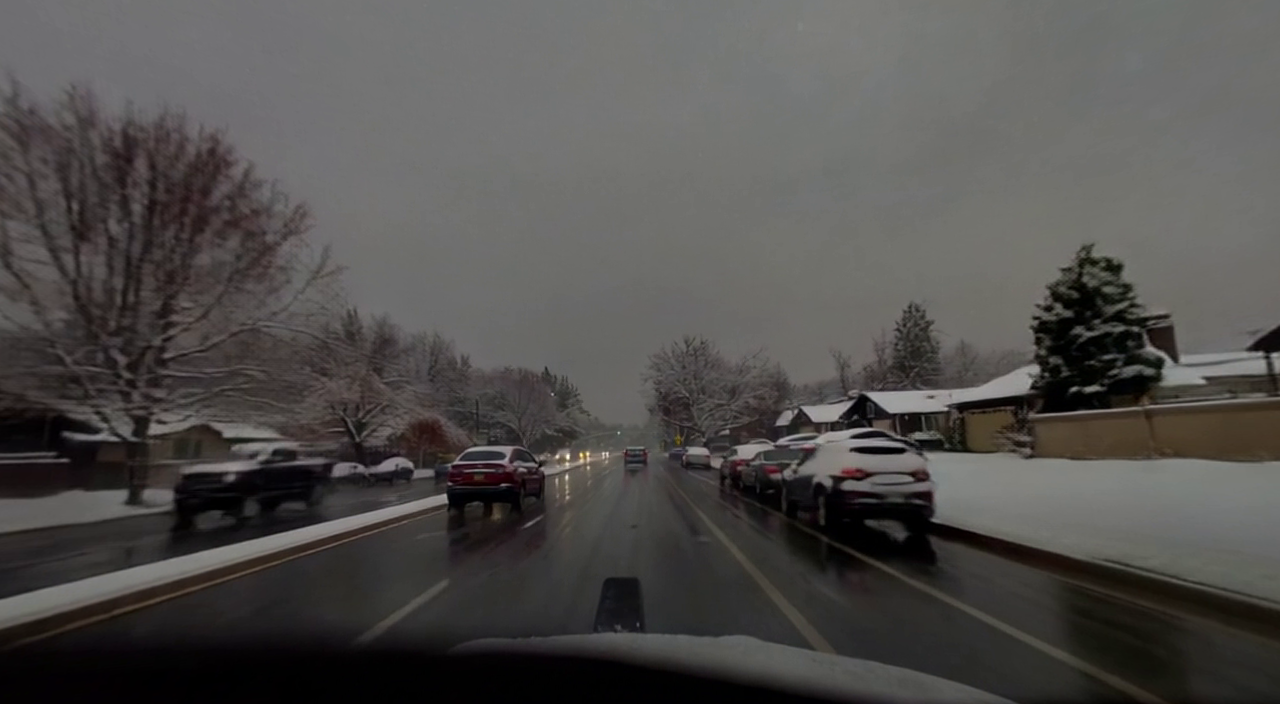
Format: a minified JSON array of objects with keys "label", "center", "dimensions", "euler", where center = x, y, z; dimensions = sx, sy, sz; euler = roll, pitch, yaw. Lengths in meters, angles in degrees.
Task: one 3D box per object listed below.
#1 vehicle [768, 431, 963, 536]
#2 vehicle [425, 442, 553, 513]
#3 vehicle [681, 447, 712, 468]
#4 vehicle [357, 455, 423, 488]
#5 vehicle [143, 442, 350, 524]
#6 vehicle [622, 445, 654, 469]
[{"label":"vehicle","center":[4.204,2.522,12.861],"dimensions":[2.045,1.702,4.916],"euler":[0,-9,-1]},{"label":"vehicle","center":[-3.488,2.985,15.564],"dimensions":[2.027,1.477,4.413],"euler":[0,-8,0]},{"label":"vehicle","center":[4.370,8.187,49.219],"dimensions":[1.944,1.470,4.530],"euler":[0,-8,-1]},{"label":"vehicle","center":[-14.508,6.944,36.946],"dimensions":[1.904,1.497,4.848],"euler":[-5,-8,0]},{"label":"vehicle","center":[-9.970,3.308,16.668],"dimensions":[2.191,1.805,4.929],"euler":[0,-8,1]},{"label":"vehicle","center":[-0.143,7.079,42.721],"dimensions":[2.088,1.495,4.048],"euler":[0,-8,0]}]
